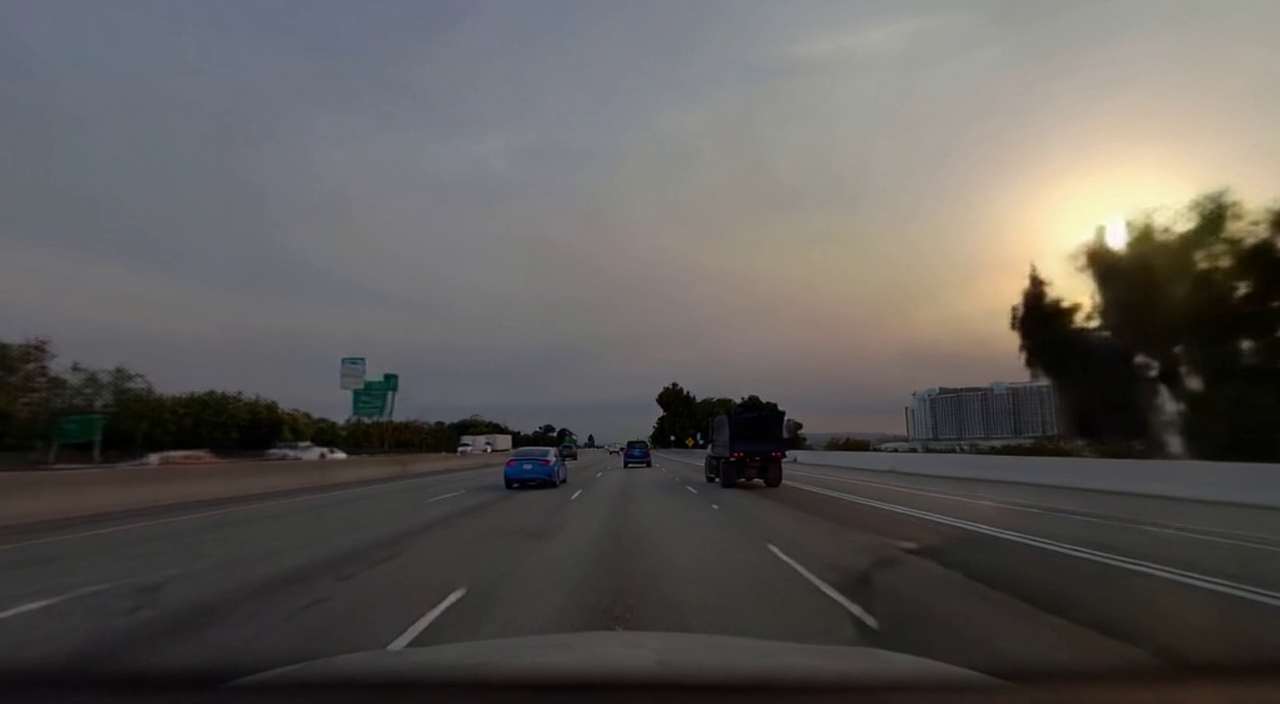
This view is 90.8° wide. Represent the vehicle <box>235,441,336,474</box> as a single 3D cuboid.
[{"bbox_3d":[-20.630,6.166,37.224,2.354,1.744,6.331,0,-9,0],"label":"vehicle"}]

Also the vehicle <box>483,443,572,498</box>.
[{"bbox_3d":[-3.206,3.474,18.907,1.864,1.406,4.544,0,-9,0],"label":"vehicle"}]

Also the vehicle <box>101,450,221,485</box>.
[{"bbox_3d":[-23.301,5.611,31.026,1.977,1.522,5.066,0,-9,-1],"label":"vehicle"}]

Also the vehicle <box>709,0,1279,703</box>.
[{"bbox_3d":[3.516,0.836,10.481,2.876,4.086,15.117,0,-9,-1],"label":"vehicle"}]

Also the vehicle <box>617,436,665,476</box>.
[{"bbox_3d":[0.019,5.083,31.113,2.203,1.805,4.358,0,-9,-1],"label":"vehicle"}]
